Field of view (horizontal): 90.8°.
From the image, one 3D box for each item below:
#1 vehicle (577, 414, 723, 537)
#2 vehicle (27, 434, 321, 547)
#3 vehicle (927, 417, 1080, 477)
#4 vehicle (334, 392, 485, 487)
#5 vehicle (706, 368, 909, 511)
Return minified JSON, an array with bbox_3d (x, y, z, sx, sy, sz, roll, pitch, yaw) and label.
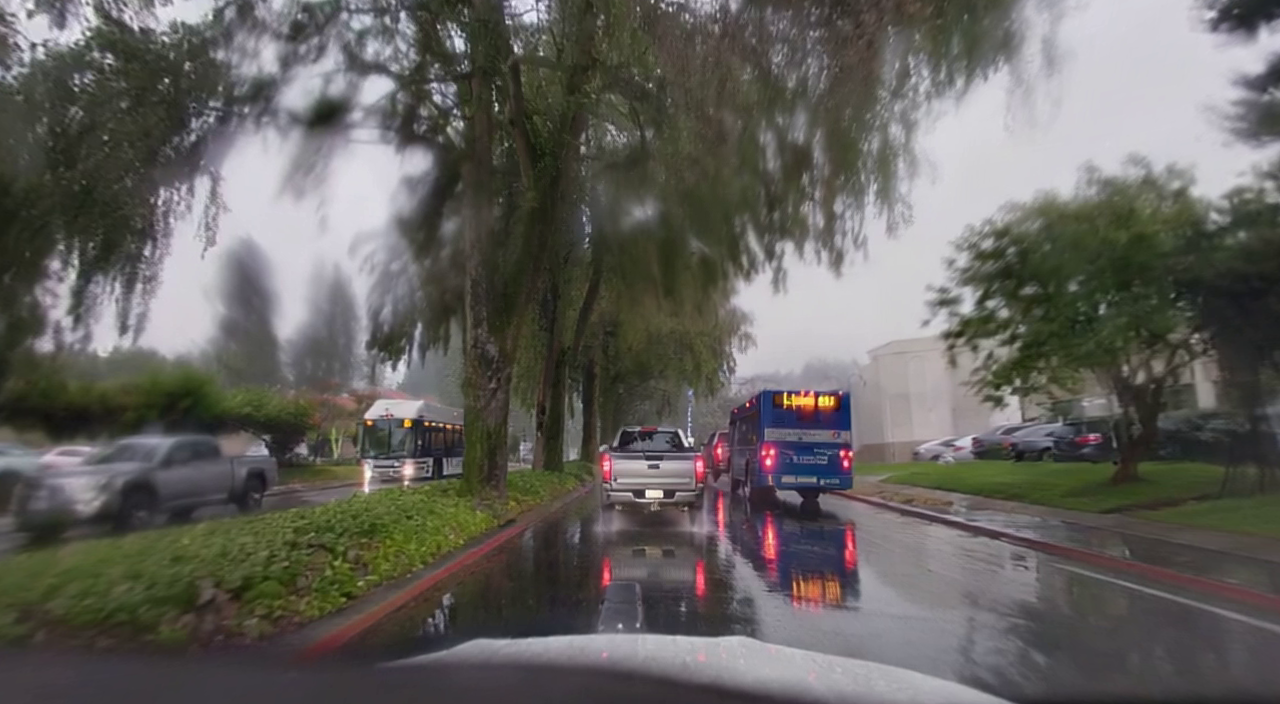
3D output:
[{"bbox_3d":[0.130,2.266,12.341,2.157,1.816,5.804,0,-8,0],"label":"vehicle"},{"bbox_3d":[-8.421,2.486,12.160,2.028,1.728,4.630,0,-8,1],"label":"vehicle"},{"bbox_3d":[14.688,3.850,25.795,4.697,1.908,2.243,-5,-8,1],"label":"vehicle"},{"bbox_3d":[-11.433,4.684,33.447,2.996,4.022,12.692,0,-8,1],"label":"vehicle"},{"bbox_3d":[4.137,2.643,18.891,3.088,3.057,10.503,0,-8,-1],"label":"vehicle"}]
